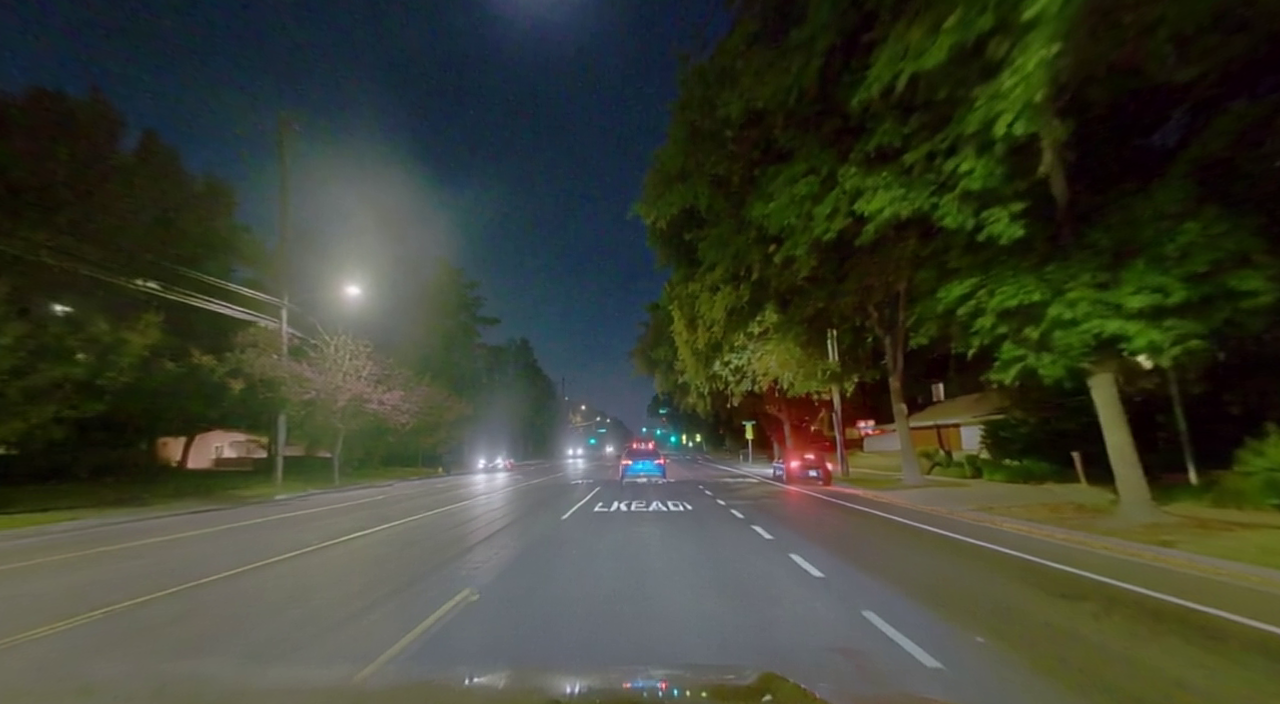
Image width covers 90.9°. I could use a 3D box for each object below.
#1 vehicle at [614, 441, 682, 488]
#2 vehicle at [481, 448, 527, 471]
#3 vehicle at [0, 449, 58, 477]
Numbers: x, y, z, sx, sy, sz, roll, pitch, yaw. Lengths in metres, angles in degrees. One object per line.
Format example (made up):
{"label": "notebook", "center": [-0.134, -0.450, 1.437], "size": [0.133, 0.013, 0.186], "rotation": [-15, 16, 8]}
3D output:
{"label": "vehicle", "center": [0.257, 3.953, 22.495], "size": [2.158, 1.469, 4.909], "rotation": [0, -9, 0]}
{"label": "vehicle", "center": [-9.178, 7.303, 42.919], "size": [2.030, 1.468, 4.469], "rotation": [-1, -9, 2]}
{"label": "vehicle", "center": [-39.112, 6.886, 39.155], "size": [1.858, 1.621, 3.767], "rotation": [-2, -9, 12]}
